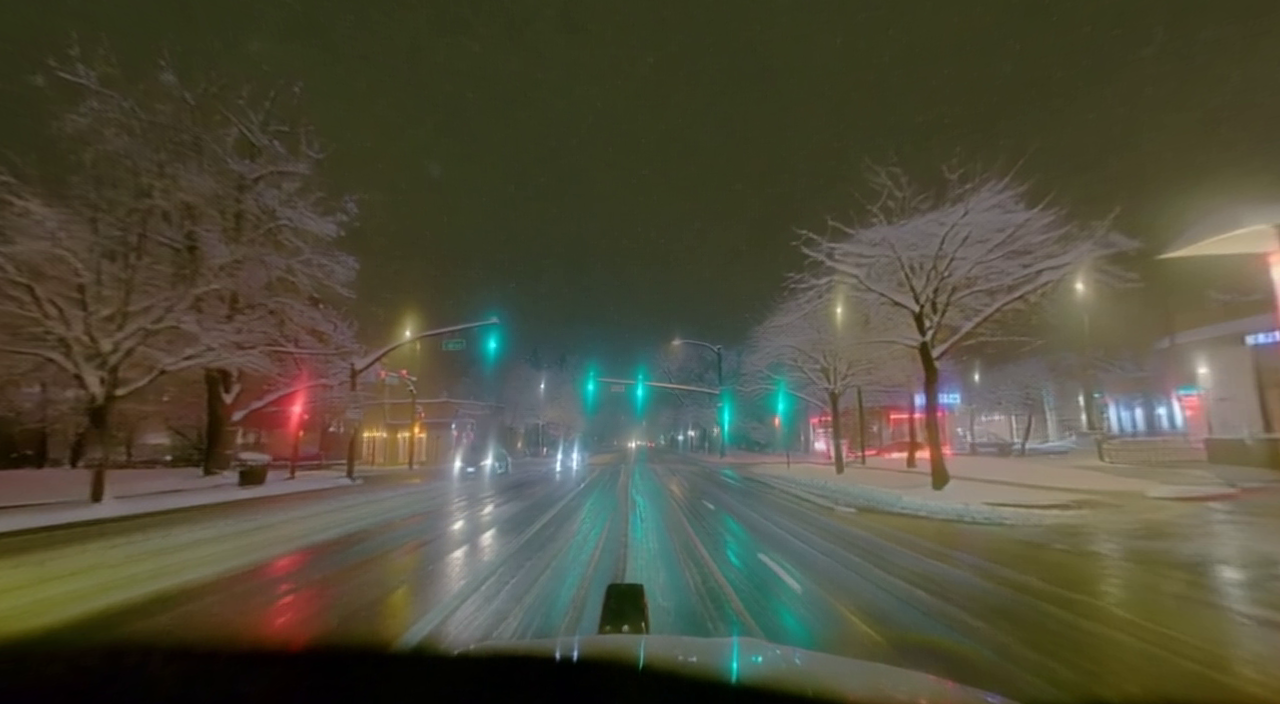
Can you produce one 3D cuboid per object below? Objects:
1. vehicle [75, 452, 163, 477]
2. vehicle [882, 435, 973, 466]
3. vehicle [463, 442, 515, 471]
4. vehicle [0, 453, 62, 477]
[{"bbox_3d":[-32.452,6.978,39.313,3.760,1.480,1.795,0,-8,-3],"label":"vehicle"},{"bbox_3d":[16.662,5.729,36.719,4.299,1.679,2.011,0,-8,0],"label":"vehicle"},{"bbox_3d":[-8.613,5.992,36.268,1.978,1.561,3.907,0,-8,1],"label":"vehicle"},{"bbox_3d":[-42.519,7.714,43.147,4.036,1.545,1.753,0,-8,0],"label":"vehicle"}]
